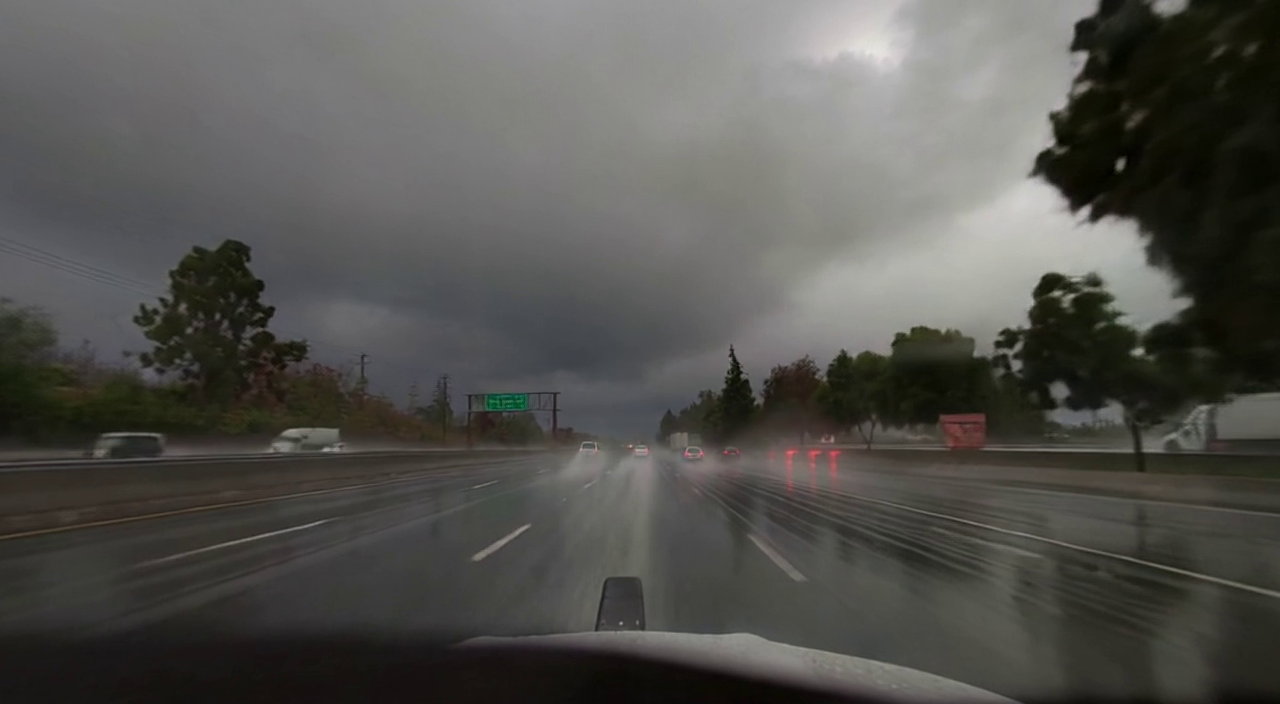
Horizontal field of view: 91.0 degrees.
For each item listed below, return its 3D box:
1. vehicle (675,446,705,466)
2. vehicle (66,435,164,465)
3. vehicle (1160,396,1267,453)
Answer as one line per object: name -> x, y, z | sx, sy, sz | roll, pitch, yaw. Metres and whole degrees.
vehicle -> 3.866, 8.176, 49.617 | 2.076, 1.506, 4.050 | 0, -9, 0
vehicle -> -28.856, 5.408, 34.794 | 1.850, 1.579, 4.049 | 0, -9, 1
vehicle -> 41.955, 5.384, 46.265 | 2.985, 3.956, 4.846 | 0, -9, 1
